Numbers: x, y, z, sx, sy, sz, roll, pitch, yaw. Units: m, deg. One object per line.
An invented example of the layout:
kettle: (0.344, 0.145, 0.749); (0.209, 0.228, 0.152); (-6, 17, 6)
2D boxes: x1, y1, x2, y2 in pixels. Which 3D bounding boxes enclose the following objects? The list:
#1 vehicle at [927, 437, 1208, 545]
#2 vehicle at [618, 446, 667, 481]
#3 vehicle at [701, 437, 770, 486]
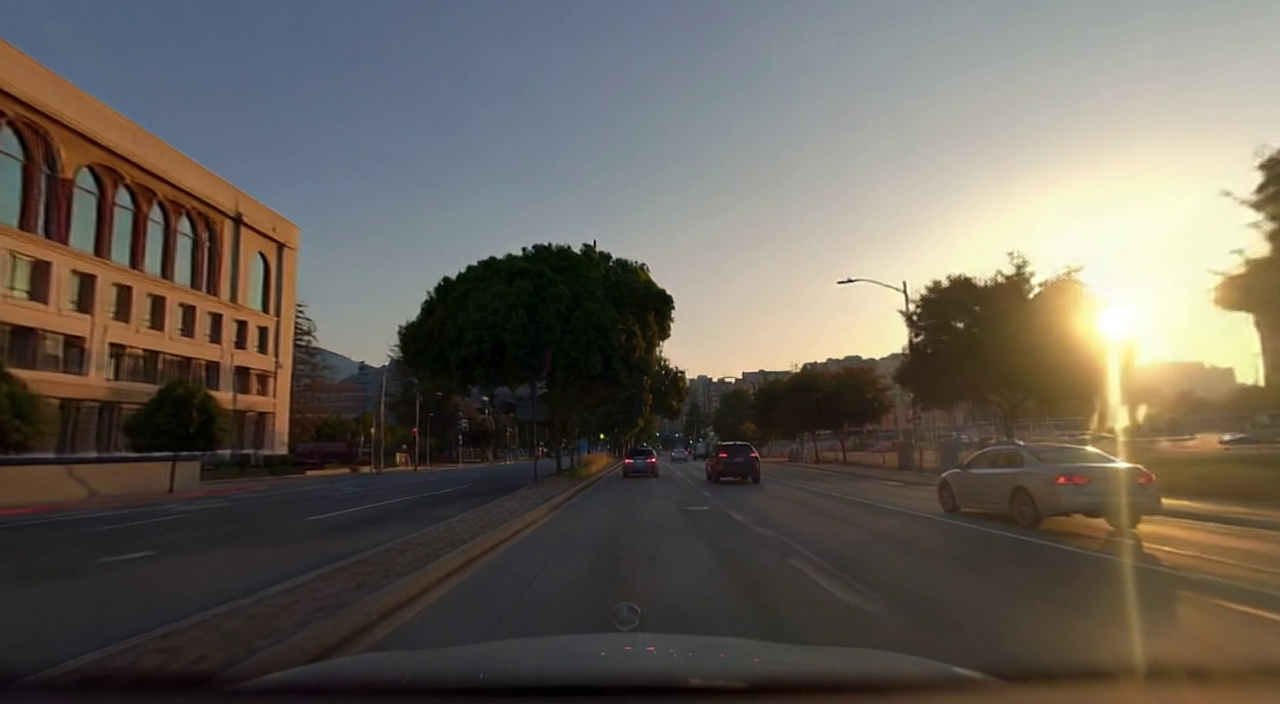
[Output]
vehicle: (6.938, 2.267, 10.983); (1.868, 1.472, 4.274); (0, -9, 0)
vehicle: (0.117, 4.992, 28.486); (2.054, 1.446, 3.969); (-1, -9, 0)
vehicle: (3.753, 4.392, 25.631); (2.036, 1.757, 4.300); (0, -9, -1)
